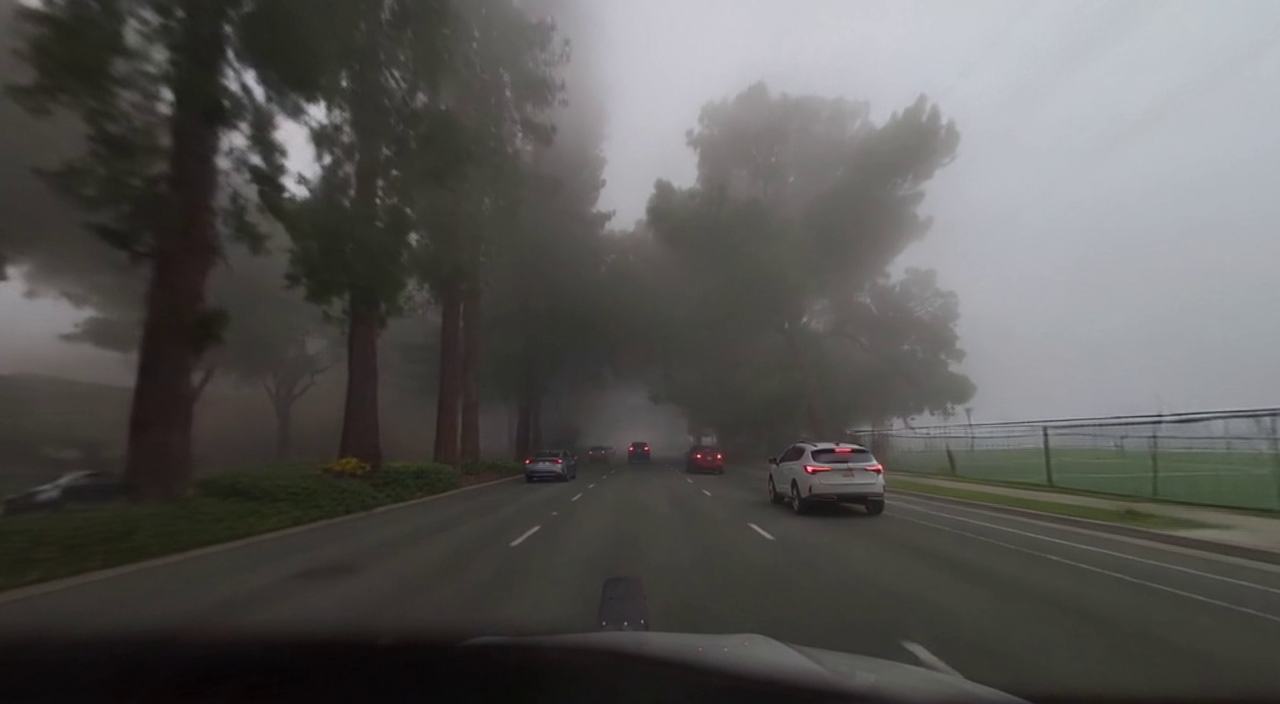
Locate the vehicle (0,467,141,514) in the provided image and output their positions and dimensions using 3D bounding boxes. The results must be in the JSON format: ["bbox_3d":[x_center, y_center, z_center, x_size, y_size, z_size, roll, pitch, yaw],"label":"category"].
[{"bbox_3d":[-22.655,5.388,24.881,1.908,1.483,4.835,0,-8,0],"label":"vehicle"}]

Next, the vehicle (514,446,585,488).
[{"bbox_3d":[-3.166,4.116,22.858,2.013,1.354,3.908,0,-8,0],"label":"vehicle"}]

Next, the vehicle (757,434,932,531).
[{"bbox_3d":[3.606,2.358,12.049,1.919,1.502,4.232,0,-8,0],"label":"vehicle"}]

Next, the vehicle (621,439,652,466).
[{"bbox_3d":[-0.291,7.478,47.021,2.247,1.882,4.603,0,-8,-1],"label":"vehicle"}]

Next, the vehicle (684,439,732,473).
[{"bbox_3d":[3.631,5.641,34.435,1.980,1.709,4.367,0,-8,-1],"label":"vehicle"}]
